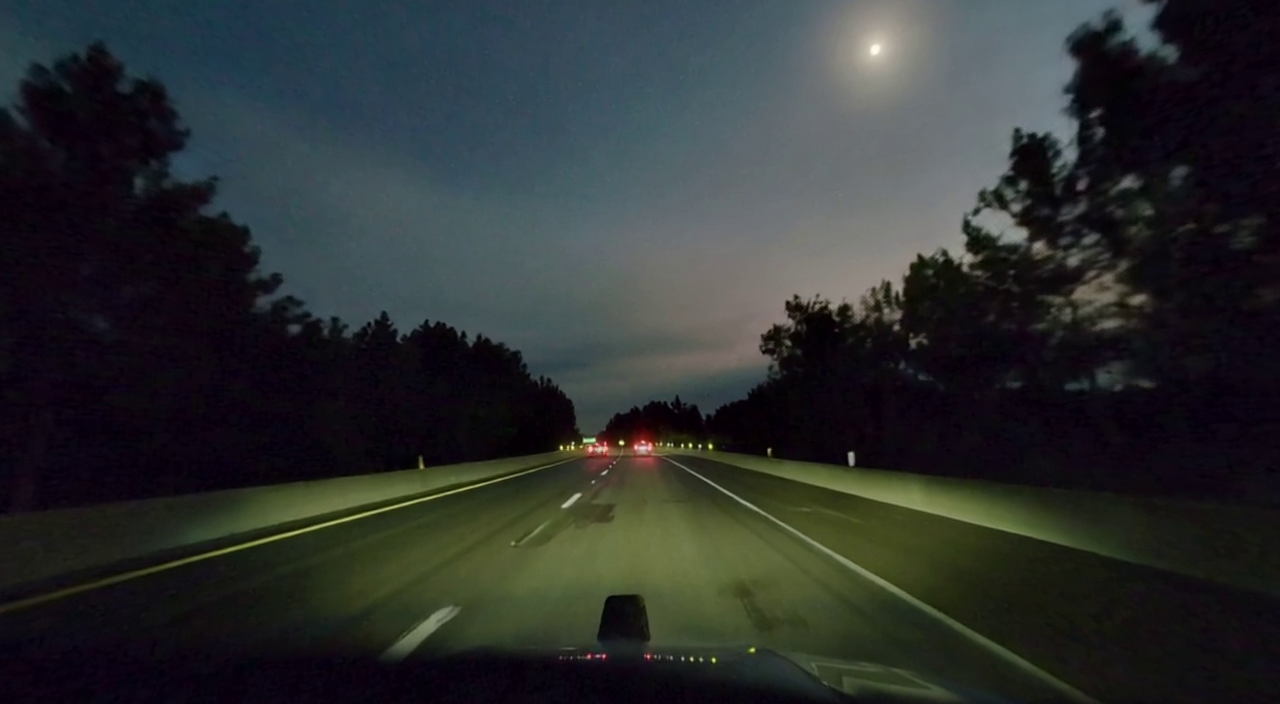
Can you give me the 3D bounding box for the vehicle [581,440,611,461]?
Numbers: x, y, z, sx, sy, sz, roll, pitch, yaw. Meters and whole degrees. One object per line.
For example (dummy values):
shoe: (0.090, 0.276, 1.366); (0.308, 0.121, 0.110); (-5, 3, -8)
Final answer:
vehicle: (-3.313, 7.424, 47.635); (2.057, 1.514, 3.845); (0, -8, -1)
